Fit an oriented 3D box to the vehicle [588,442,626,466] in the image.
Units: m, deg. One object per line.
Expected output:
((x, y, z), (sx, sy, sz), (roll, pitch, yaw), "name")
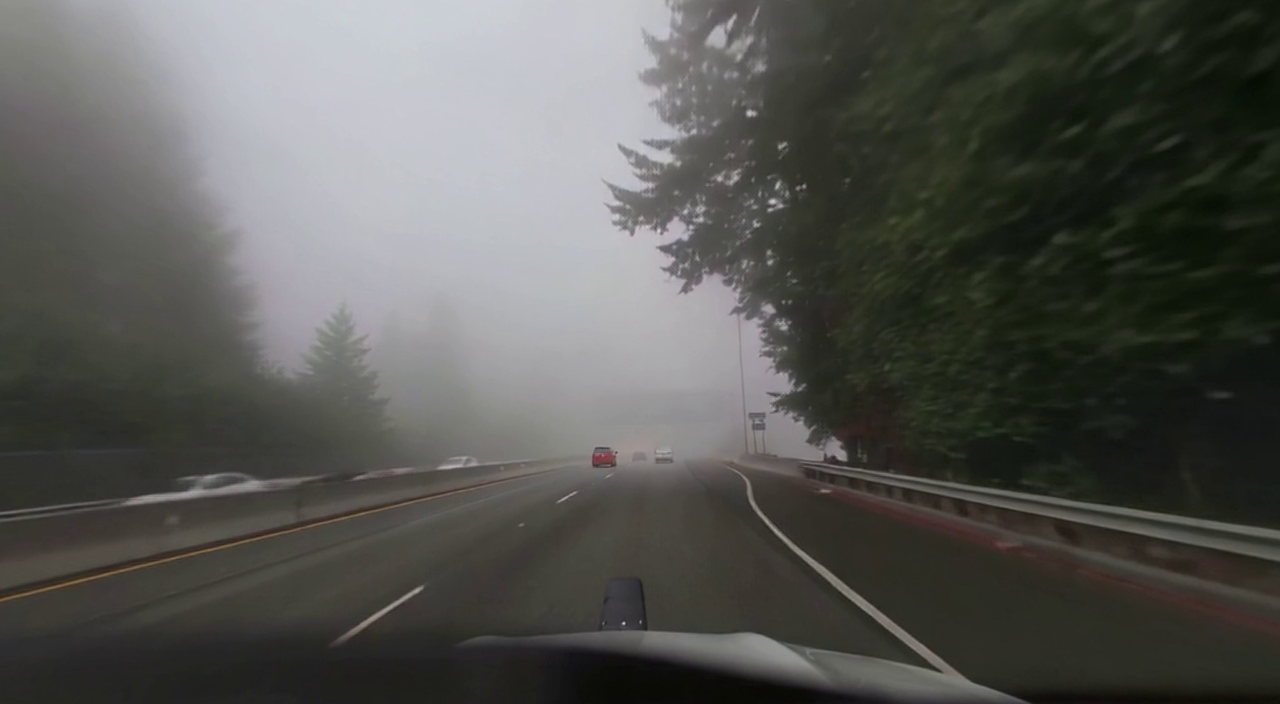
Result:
((-2.107, 6.683, 41.424), (1.985, 1.518, 3.847), (-1, -8, 4), "vehicle")

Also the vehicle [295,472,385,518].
((-10.498, 5.008, 22.272), (1.457, 1.317, 3.296), (-1, -8, 1), "vehicle")

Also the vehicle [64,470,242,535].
((-14.519, 4.472, 19.174), (1.824, 1.538, 4.385), (0, -8, 1), "vehicle")

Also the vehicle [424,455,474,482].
((-13.066, 7.958, 43.328), (1.870, 1.674, 4.218), (-1, -8, 3), "vehicle")

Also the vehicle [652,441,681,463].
((2.040, 7.506, 47.351), (2.077, 1.533, 3.854), (-1, -8, 3), "vehicle")
